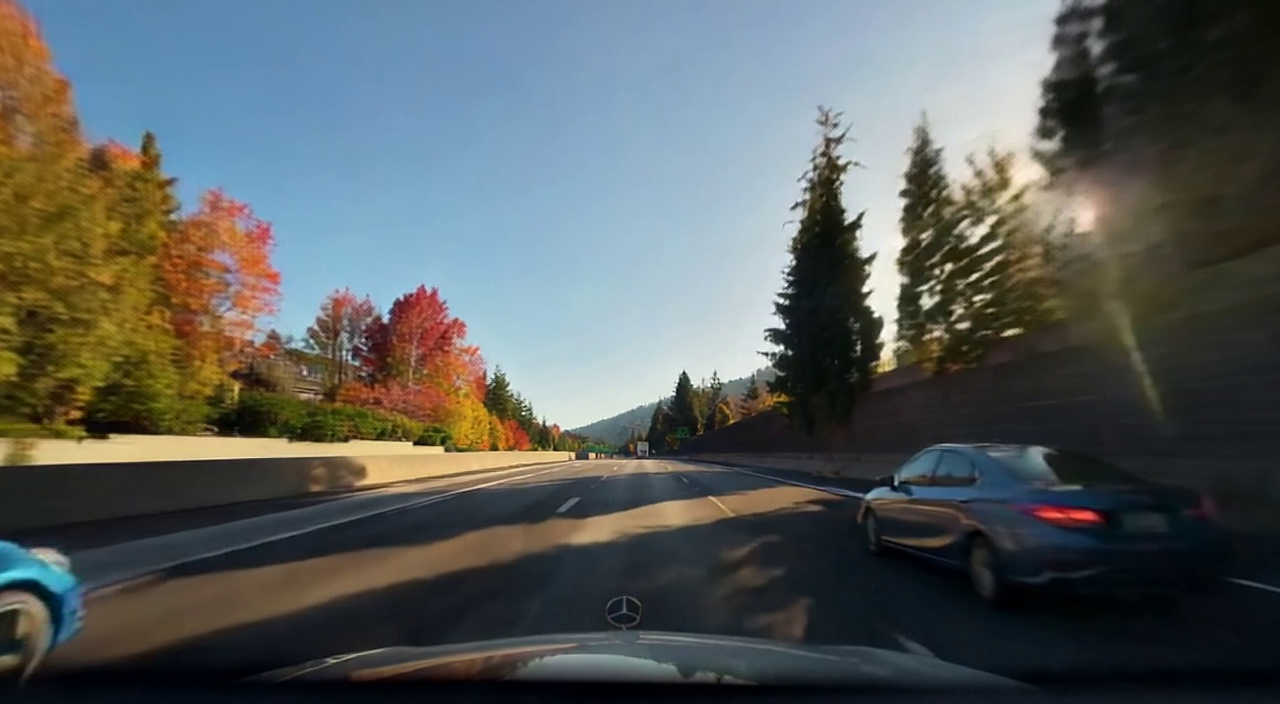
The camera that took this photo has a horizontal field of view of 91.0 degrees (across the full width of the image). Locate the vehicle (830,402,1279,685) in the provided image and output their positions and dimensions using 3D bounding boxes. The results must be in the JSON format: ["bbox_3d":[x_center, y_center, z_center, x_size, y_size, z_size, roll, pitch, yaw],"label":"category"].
[{"bbox_3d":[3.605,1.424,5.944,2.146,1.573,4.661,0,-8,0],"label":"vehicle"}]

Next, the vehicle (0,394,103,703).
[{"bbox_3d":[-4.029,0.727,1.260,2.010,1.550,4.376,0,-9,0],"label":"vehicle"}]
